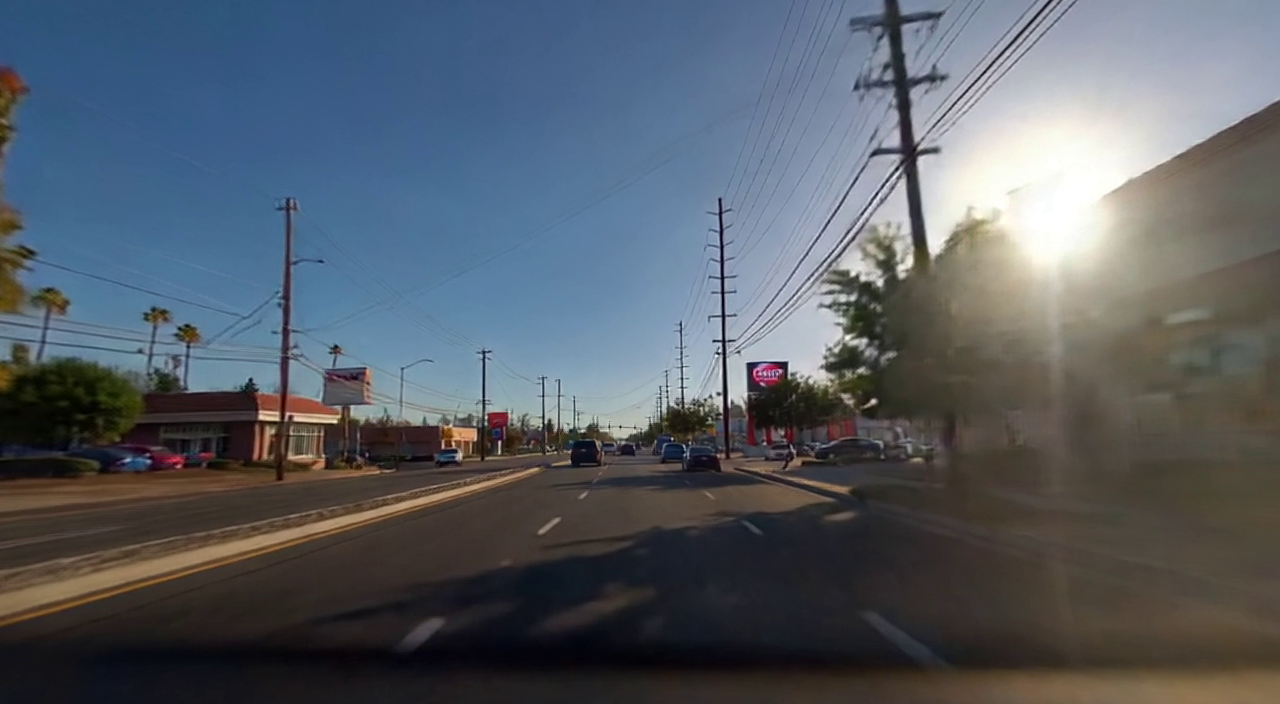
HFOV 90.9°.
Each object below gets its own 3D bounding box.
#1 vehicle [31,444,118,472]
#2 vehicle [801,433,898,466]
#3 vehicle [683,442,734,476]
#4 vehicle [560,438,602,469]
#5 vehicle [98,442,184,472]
[{"bbox_3d":[-34.599,6.470,38.708,1.923,1.597,4.127,1,-9,-10],"label":"vehicle"},{"bbox_3d":[12.125,5.654,36.710,4.832,1.813,2.170,1,-9,-6],"label":"vehicle"},{"bbox_3d":[3.363,5.306,31.608,1.978,1.455,4.195,4,-9,-1],"label":"vehicle"},{"bbox_3d":[-3.362,5.914,36.751,2.047,1.664,4.148,0,-9,0],"label":"vehicle"},{"bbox_3d":[-31.302,6.592,39.736,1.859,1.704,4.366,-1,-9,-1],"label":"vehicle"}]
